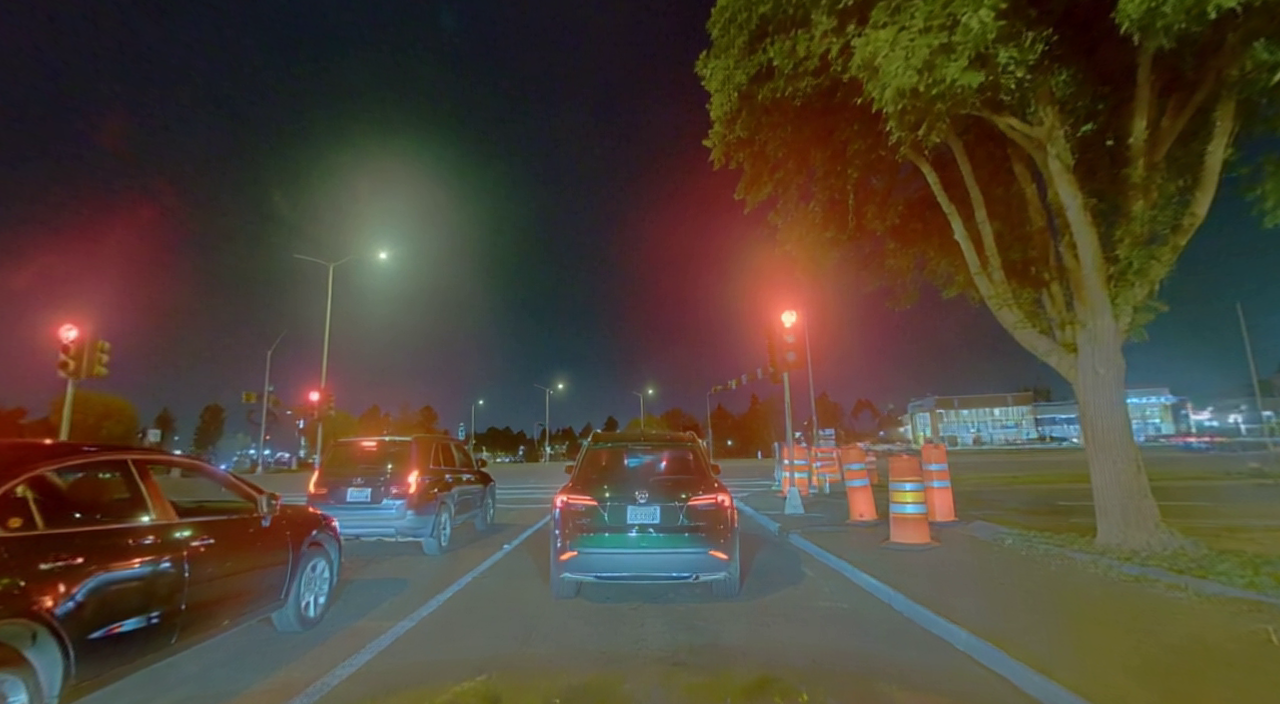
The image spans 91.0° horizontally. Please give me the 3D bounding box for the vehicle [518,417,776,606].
[{"bbox_3d":[0.102,1.623,7.213,2.167,1.560,3.676,0,-9,1],"label":"vehicle"}]

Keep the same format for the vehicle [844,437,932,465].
[{"bbox_3d":[15.986,6.400,40.715,4.827,1.729,1.986,0,-9,1],"label":"vehicle"}]

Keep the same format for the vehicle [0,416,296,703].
[{"bbox_3d":[-3.587,0.947,2.152,2.064,1.497,4.722,0,-9,1],"label":"vehicle"}]

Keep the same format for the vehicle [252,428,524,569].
[{"bbox_3d":[-3.277,1.996,9.452,1.989,1.541,4.626,0,-9,2],"label":"vehicle"}]

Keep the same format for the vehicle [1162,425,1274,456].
[{"bbox_3d":[37.408,5.762,40.857,5.082,1.907,2.115,0,-9,1],"label":"vehicle"}]
